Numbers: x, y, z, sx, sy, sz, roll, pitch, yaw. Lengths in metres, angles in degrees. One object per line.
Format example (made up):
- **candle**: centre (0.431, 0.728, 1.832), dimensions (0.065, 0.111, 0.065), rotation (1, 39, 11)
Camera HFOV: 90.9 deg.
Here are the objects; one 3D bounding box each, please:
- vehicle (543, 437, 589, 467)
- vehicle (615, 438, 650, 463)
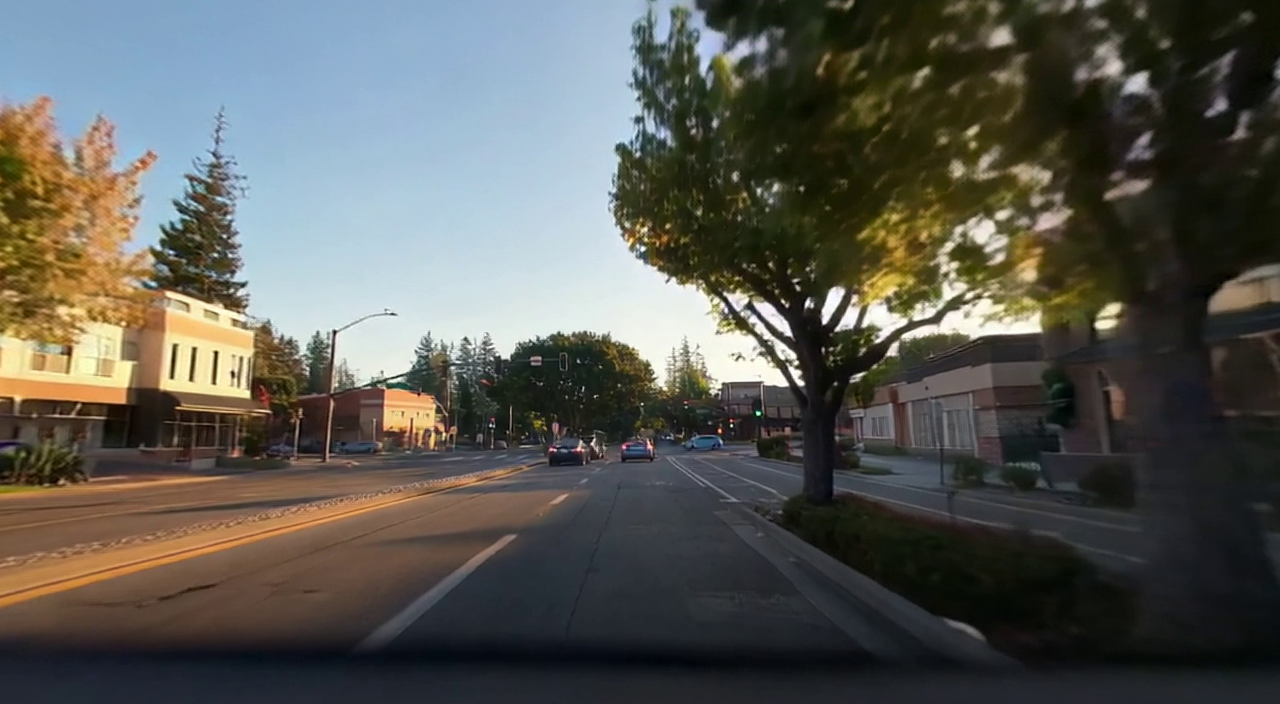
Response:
- **vehicle**: centre (-3.899, 5.386, 34.060), dimensions (1.942, 1.497, 4.561), rotation (0, -8, 0)
- **vehicle**: centre (-0.484, 6.112, 39.278), dimensions (2.066, 1.482, 3.923), rotation (0, -8, -1)
